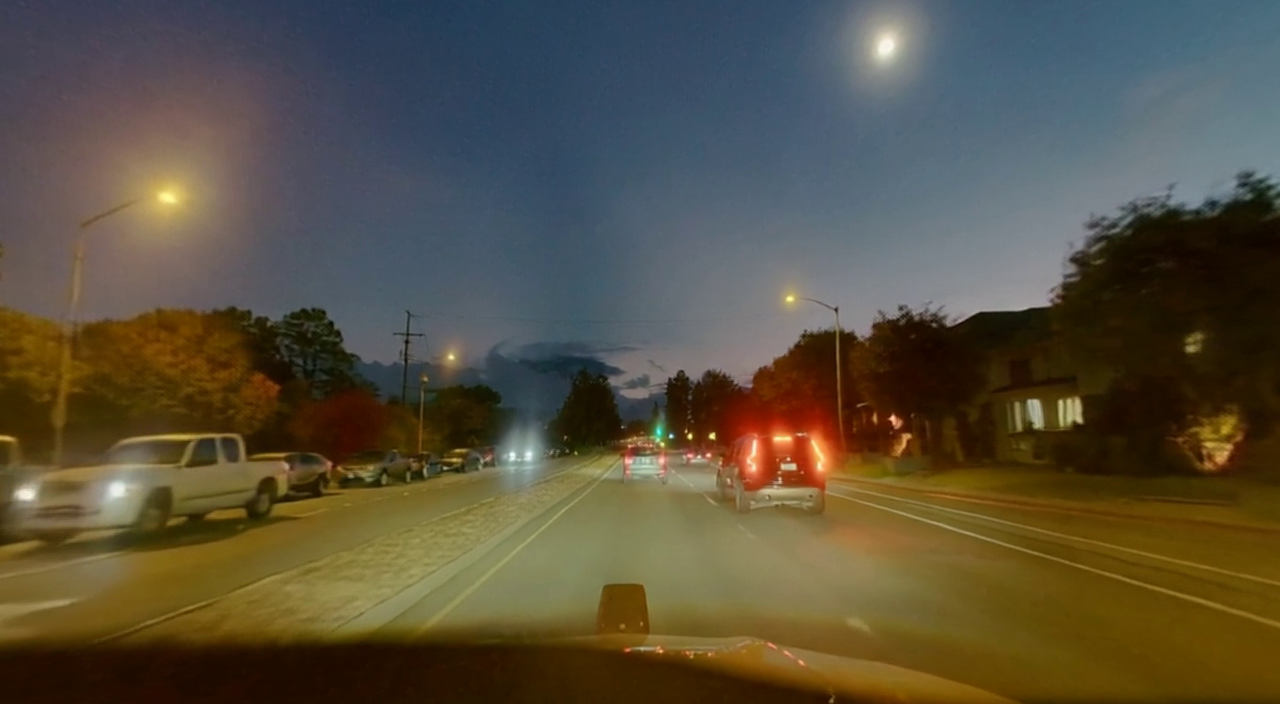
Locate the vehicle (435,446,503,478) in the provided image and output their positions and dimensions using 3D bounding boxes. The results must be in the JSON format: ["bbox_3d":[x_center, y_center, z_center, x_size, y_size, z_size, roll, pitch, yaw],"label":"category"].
[{"bbox_3d":[-8.709,5.609,32.603,2.140,1.510,5.005,0,-8,0],"label":"vehicle"}]

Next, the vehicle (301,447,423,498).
[{"bbox_3d":[-8.885,3.855,20.627,1.923,1.433,4.450,0,-8,1],"label":"vehicle"}]

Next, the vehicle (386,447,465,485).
[{"bbox_3d":[-8.742,4.672,26.097,1.786,1.422,4.021,0,-8,1],"label":"vehicle"}]

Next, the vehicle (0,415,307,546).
[{"bbox_3d":[-8.794,2.296,11.984,2.182,1.939,4.889,0,-8,0],"label":"vehicle"}]

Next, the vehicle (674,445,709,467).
[{"bbox_3d":[3.602,7.359,44.841,2.096,1.489,4.757,0,-8,0],"label":"vehicle"}]

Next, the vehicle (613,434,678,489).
[{"bbox_3d":[0.181,3.983,23.255,2.185,1.822,4.391,0,-8,0],"label":"vehicle"}]

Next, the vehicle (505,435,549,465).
[{"bbox_3d":[-8.660,7.591,48.987,2.037,2.113,7.185,0,-8,1],"label":"vehicle"}]

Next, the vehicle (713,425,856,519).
[{"bbox_3d":[3.063,2.651,14.474,2.166,1.799,4.372,0,-8,-1],"label":"vehicle"}]
